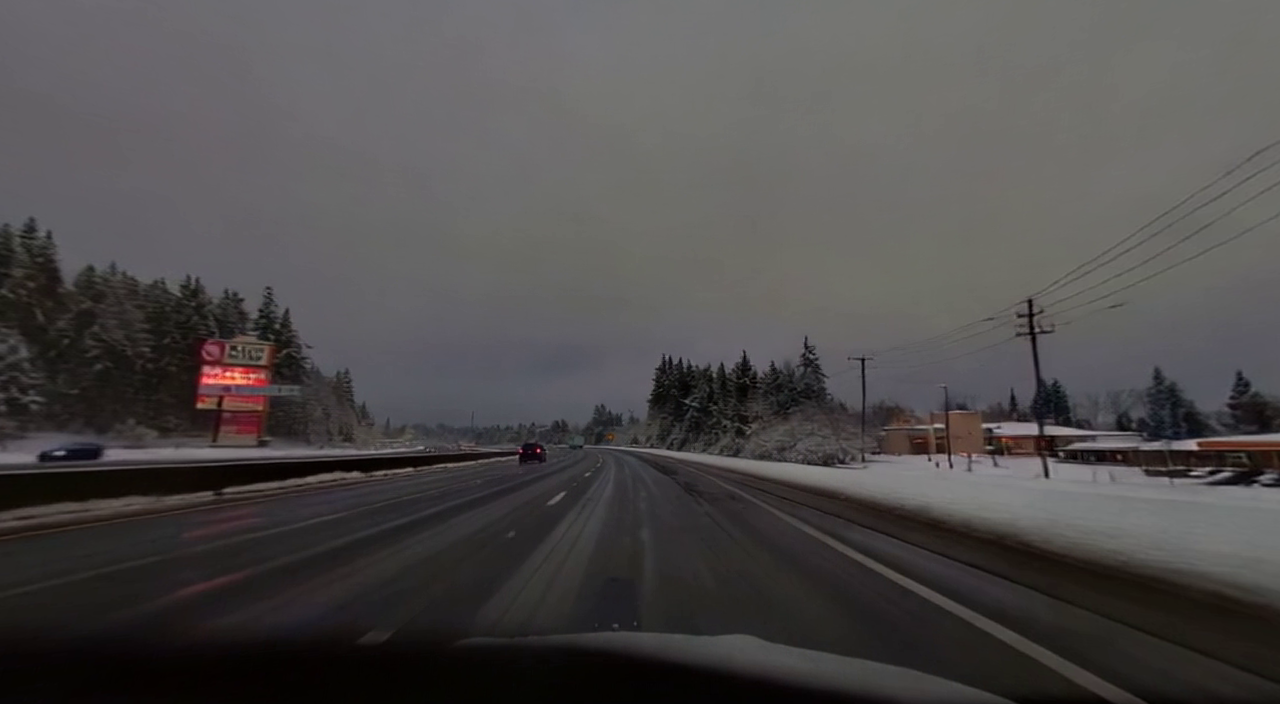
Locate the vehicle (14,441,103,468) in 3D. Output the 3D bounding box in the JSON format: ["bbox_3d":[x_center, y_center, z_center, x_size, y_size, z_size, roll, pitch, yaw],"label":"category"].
[{"bbox_3d":[-41.537,7.313,45.304,2.052,1.863,4.692,0,-8,-3],"label":"vehicle"}]
